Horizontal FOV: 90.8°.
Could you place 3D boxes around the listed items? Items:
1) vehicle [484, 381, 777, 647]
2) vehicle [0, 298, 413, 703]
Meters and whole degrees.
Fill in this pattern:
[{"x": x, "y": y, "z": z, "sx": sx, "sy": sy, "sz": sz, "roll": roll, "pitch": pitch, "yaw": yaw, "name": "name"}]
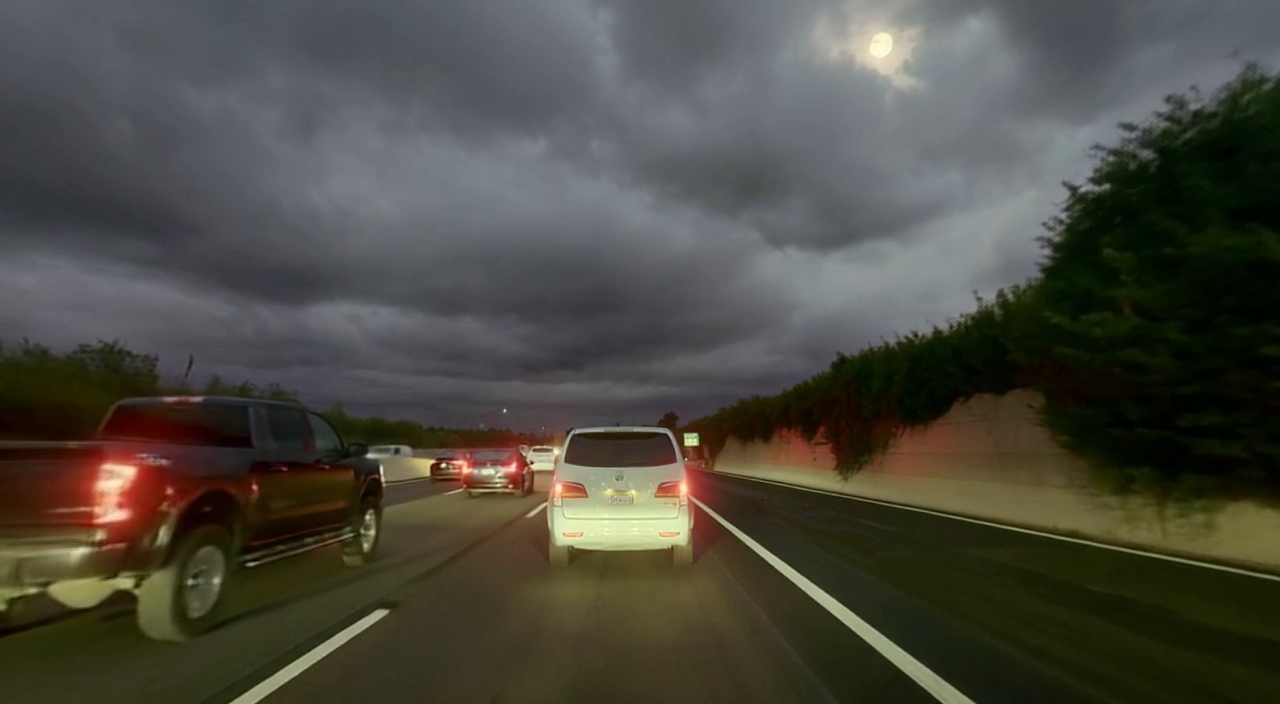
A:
[{"x": -0.097, "y": 1.367, "z": 6.109, "sx": 1.995, "sy": 1.798, "sz": 3.380, "roll": 0, "pitch": -9, "yaw": -1, "name": "vehicle"}, {"x": -3.954, "y": 1.140, "z": 5.656, "sx": 2.055, "sy": 2.144, "sz": 4.782, "roll": 0, "pitch": -9, "yaw": 0, "name": "vehicle"}]
